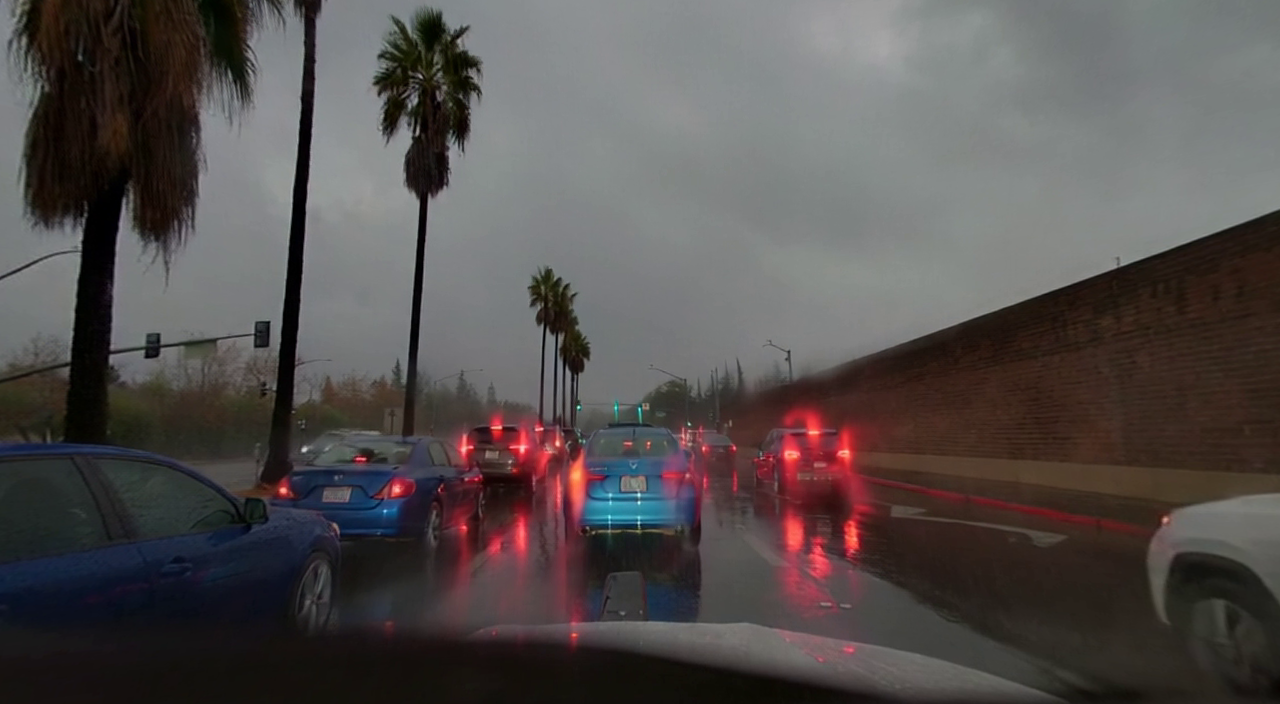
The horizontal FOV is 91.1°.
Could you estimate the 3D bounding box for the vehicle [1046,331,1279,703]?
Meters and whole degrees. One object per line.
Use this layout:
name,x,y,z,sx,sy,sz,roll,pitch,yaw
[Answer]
vehicle,3.172,0.696,1.502,2.112,1.717,4.432,-2,-9,11

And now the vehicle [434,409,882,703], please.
vehicle,0.047,1.332,5.192,2.128,1.473,4.272,0,-8,-1

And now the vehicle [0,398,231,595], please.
vehicle,-6.669,1.403,6.386,1.963,1.721,4.662,0,-8,-2

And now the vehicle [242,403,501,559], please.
vehicle,-3.514,1.772,9.274,2.055,1.746,4.136,0,-8,-2
